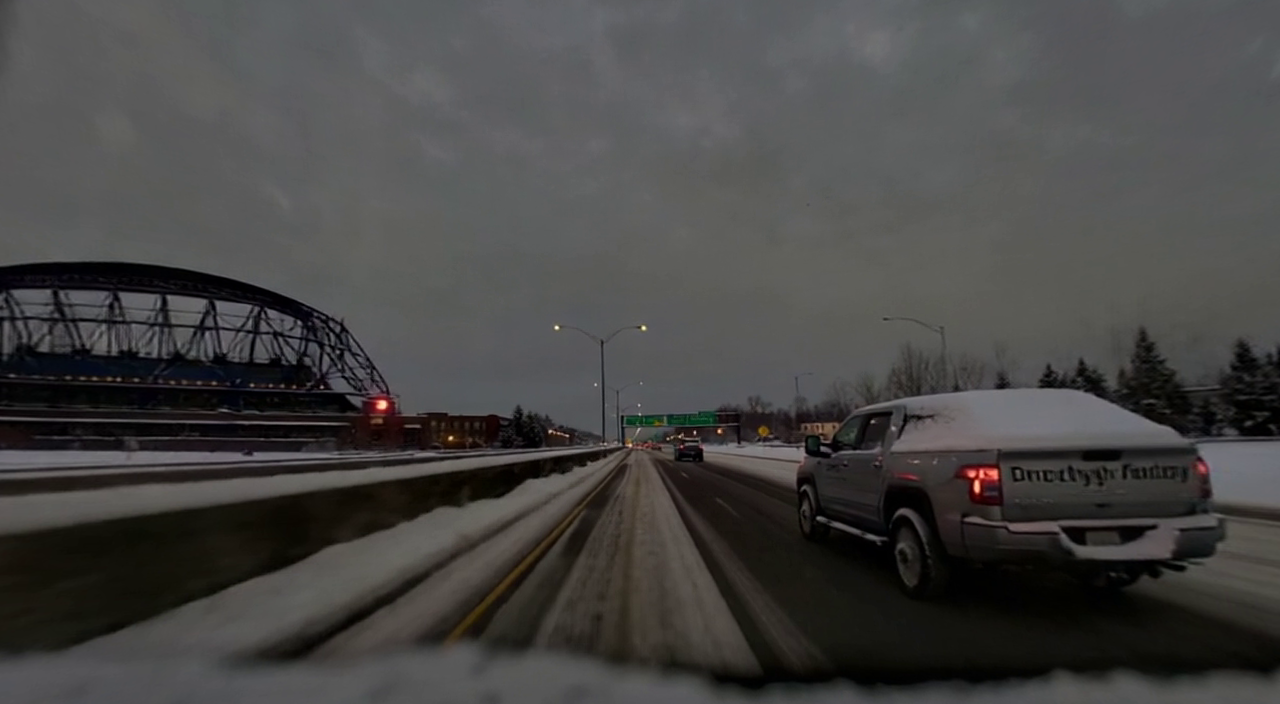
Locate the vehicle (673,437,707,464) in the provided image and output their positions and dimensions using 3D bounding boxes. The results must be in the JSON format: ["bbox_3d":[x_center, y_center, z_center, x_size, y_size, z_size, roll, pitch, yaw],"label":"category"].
[{"bbox_3d":[3.415,6.864,44.020,1.973,1.774,4.092,0,-9,0],"label":"vehicle"}]

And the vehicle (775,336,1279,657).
[{"bbox_3d":[3.077,1.255,6.508,2.199,2.002,4.970,0,-9,-1],"label":"vehicle"}]
